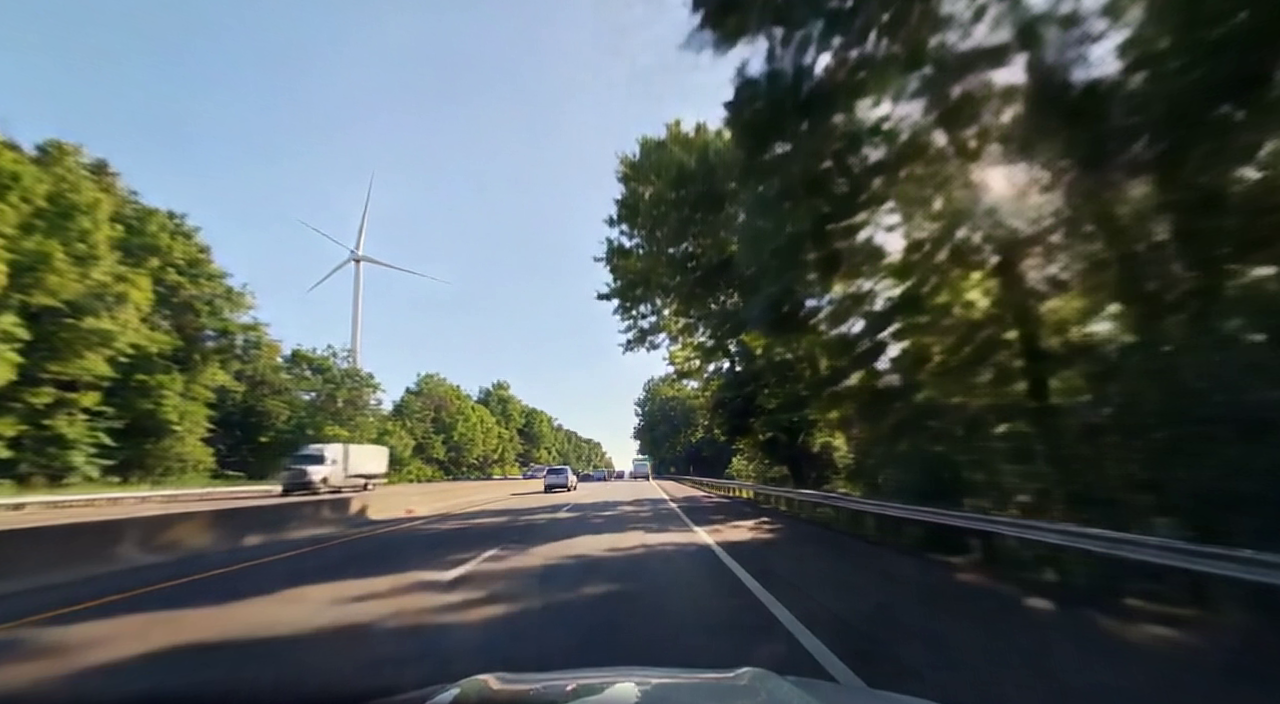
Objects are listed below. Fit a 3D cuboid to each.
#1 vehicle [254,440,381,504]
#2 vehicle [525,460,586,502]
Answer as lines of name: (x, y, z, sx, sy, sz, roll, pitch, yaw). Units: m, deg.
vehicle: (-16.517, 6.263, 33.048, 2.618, 2.898, 7.409, 1, -11, 0)
vehicle: (-3.829, 5.959, 29.283, 2.124, 1.705, 4.440, 1, -11, 1)
